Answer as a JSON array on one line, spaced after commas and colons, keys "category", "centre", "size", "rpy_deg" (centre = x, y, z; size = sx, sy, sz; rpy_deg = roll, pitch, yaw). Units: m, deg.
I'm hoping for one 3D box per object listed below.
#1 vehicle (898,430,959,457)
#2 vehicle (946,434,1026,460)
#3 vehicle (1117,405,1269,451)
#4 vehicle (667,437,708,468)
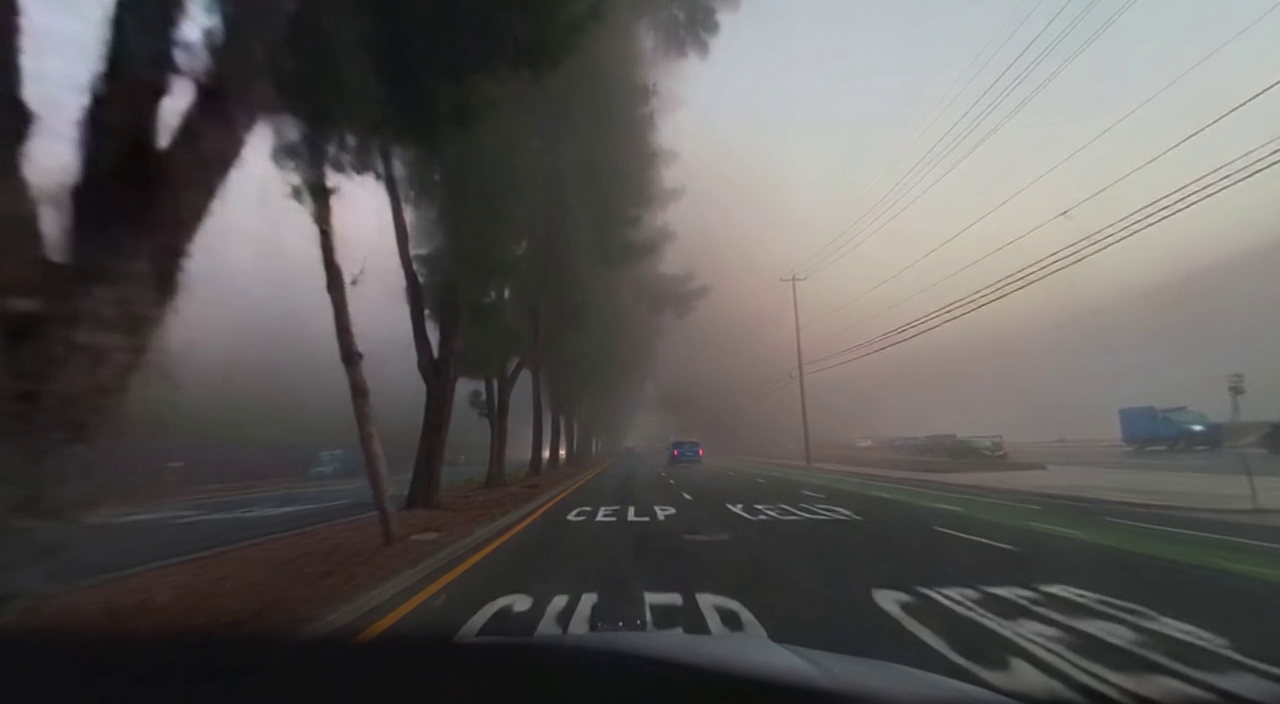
[{"category": "vehicle", "centre": [20.045, 6.411, 44.085], "size": [1.983, 1.730, 4.563], "rpy_deg": [0, -8, -2]}, {"category": "vehicle", "centre": [20.050, 5.534, 36.882], "size": [1.980, 1.423, 4.793], "rpy_deg": [0, -8, 0]}, {"category": "vehicle", "centre": [29.482, 4.180, 34.116], "size": [2.406, 2.215, 6.315], "rpy_deg": [0, -8, 0]}, {"category": "vehicle", "centre": [2.948, 6.351, 40.000], "size": [2.086, 1.803, 4.607], "rpy_deg": [0, -8, -2]}]
